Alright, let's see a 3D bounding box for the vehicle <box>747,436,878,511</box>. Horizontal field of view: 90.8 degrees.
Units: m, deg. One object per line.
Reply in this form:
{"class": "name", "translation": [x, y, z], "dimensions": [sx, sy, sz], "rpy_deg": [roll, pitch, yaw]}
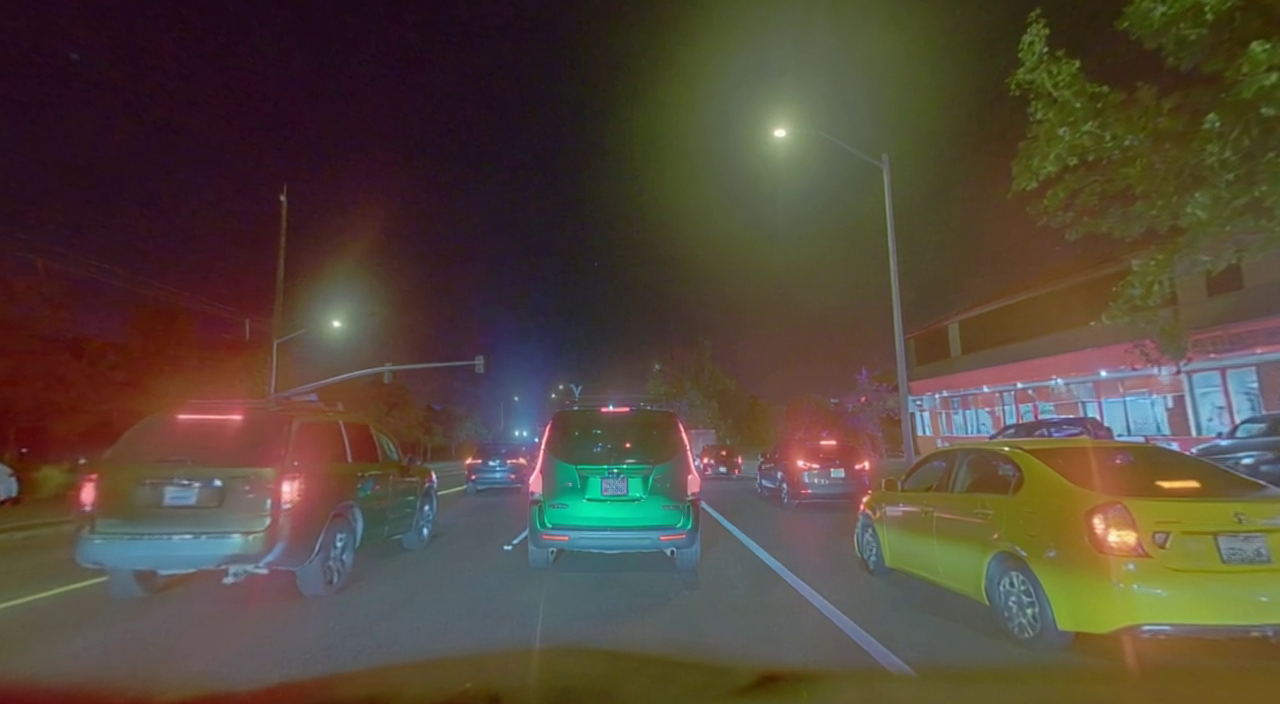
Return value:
{"class": "vehicle", "translation": [3.917, 2.820, 15.163], "dimensions": [1.875, 1.521, 4.192], "rpy_deg": [0, -9, -1]}

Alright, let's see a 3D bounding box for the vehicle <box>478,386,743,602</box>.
{"class": "vehicle", "translation": [-0.293, 1.514, 7.532], "dimensions": [2.238, 1.825, 4.190], "rpy_deg": [0, -9, -1]}

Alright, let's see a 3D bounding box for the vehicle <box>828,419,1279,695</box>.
{"class": "vehicle", "translation": [3.360, 1.437, 5.678], "dimensions": [1.900, 1.477, 4.352], "rpy_deg": [0, -9, -1]}

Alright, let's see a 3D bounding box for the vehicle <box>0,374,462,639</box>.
{"class": "vehicle", "translation": [-3.673, 1.411, 6.739], "dimensions": [2.231, 1.853, 4.461], "rpy_deg": [0, -9, 0]}
